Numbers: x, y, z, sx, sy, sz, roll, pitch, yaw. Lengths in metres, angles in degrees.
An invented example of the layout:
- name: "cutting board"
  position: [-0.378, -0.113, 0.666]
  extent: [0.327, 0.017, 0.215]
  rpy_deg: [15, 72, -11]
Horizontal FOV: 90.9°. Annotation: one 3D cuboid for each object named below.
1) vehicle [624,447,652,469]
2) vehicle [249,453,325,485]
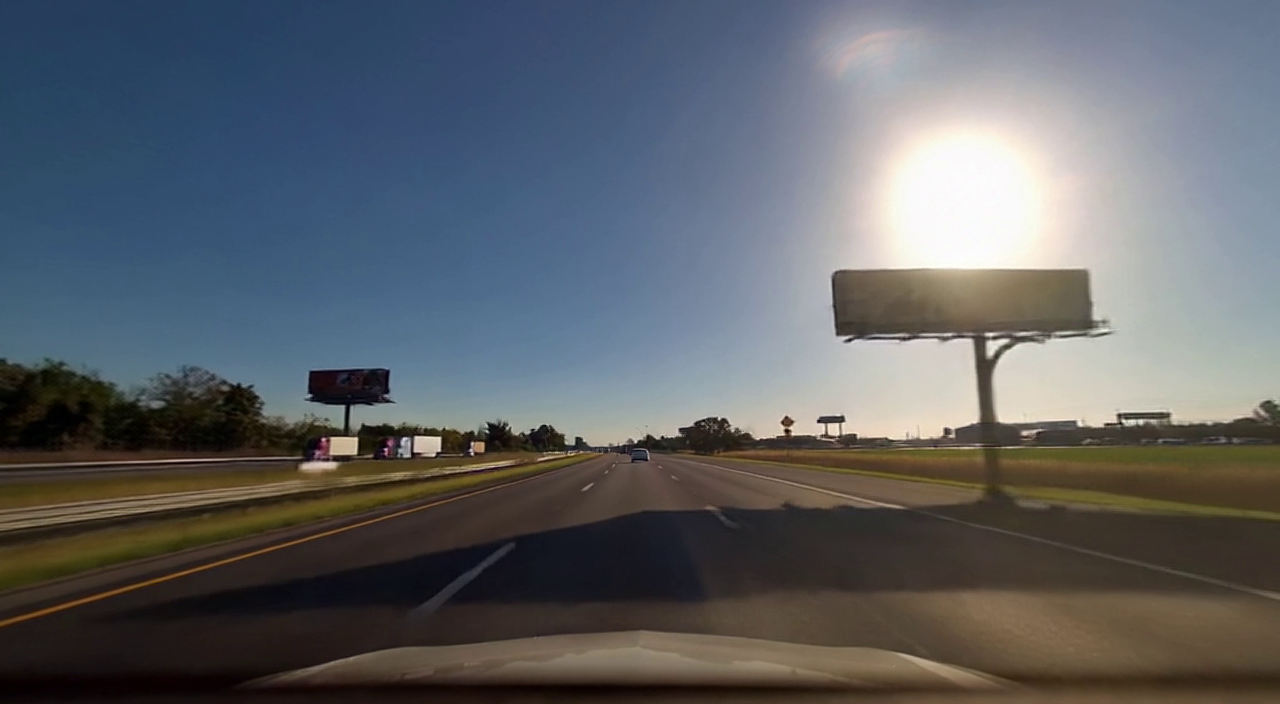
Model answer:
- name: "vehicle"
  position: [-0.154, 7.804, 46.397]
  extent: [1.916, 1.494, 4.335]
  rpy_deg: [0, -9, -1]
- name: "vehicle"
  position: [-18.951, 6.272, 34.022]
  extent: [1.807, 1.559, 3.952]
  rpy_deg: [0, -9, -1]
